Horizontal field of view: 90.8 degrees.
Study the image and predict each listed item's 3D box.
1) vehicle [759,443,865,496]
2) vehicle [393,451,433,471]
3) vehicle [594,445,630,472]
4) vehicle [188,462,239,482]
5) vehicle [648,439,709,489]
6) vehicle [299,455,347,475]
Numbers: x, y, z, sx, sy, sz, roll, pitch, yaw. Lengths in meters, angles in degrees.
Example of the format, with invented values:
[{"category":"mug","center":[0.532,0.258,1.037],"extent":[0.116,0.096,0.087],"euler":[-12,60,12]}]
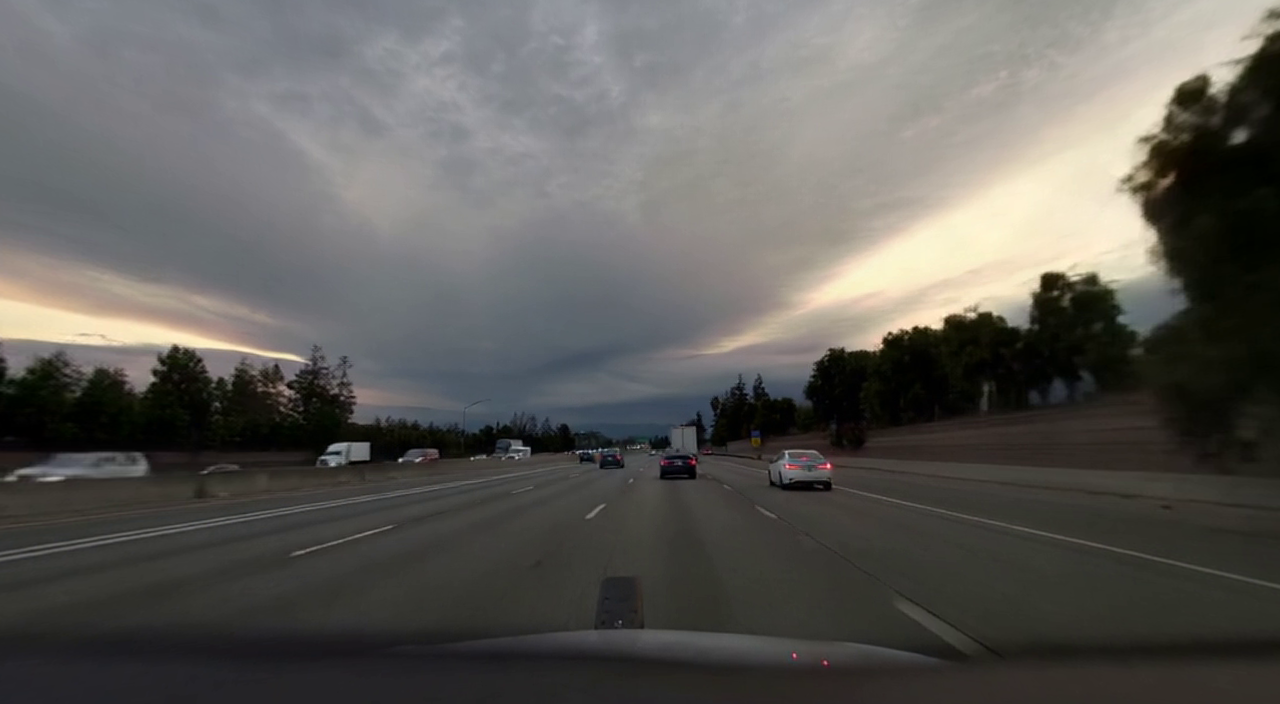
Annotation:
[{"category":"vehicle","center":[5.248,3.646,20.039],"extent":[2.146,1.482,4.665],"euler":[0,-9,1]},{"category":"vehicle","center":[-16.129,7.725,45.015],"extent":[1.503,1.364,3.224],"euler":[-1,-9,4]},{"category":"vehicle","center":[-1.826,7.216,42.935],"extent":[1.988,1.696,4.754],"euler":[-1,-9,3]},{"category":"vehicle","center":[-31.978,8.985,47.405],"extent":[1.427,1.302,3.196],"euler":[-1,-9,4]},{"category":"vehicle","center":[1.391,4.238,24.192],"extent":[2.103,1.717,4.399],"euler":[0,-9,2]},{"category":"vehicle","center":[-23.393,8.348,46.706],"extent":[1.637,1.402,3.406],"euler":[-1,-9,3]}]
